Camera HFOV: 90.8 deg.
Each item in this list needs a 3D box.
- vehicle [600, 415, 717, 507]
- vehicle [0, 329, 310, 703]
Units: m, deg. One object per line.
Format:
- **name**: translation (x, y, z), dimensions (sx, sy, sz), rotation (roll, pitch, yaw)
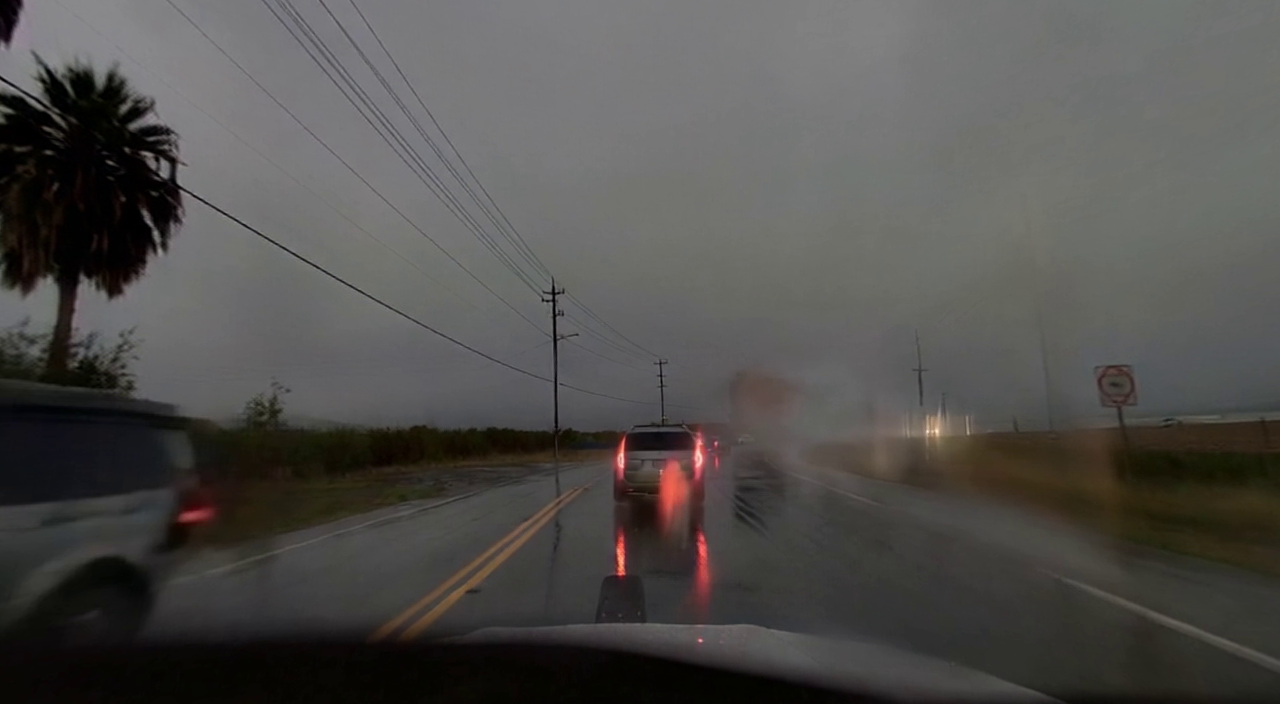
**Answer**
- **vehicle**: translation (0.402, 2.564, 15.232), dimensions (2.364, 1.859, 4.538), rotation (0, -8, 1)
- **vehicle**: translation (-3.740, 0.774, 2.009), dimensions (2.237, 1.878, 5.739), rotation (0, -8, 0)
